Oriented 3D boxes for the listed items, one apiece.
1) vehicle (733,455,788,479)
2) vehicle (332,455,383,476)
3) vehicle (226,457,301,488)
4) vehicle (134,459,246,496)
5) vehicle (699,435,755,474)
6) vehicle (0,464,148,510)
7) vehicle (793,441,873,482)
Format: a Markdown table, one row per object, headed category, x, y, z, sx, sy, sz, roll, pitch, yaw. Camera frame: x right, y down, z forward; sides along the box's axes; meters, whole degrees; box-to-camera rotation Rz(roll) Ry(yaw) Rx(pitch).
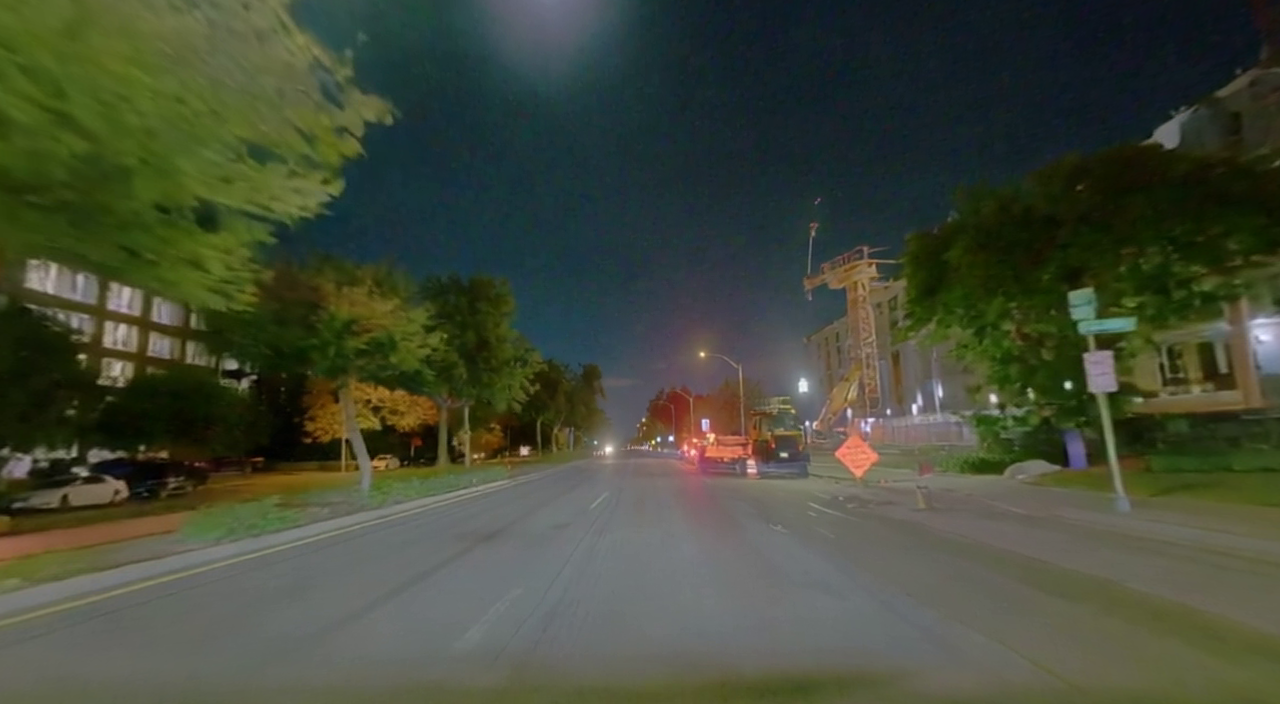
| category | x | y | z | sx | sy | sz | roll | pitch | yaw |
| --- | --- | --- | --- | --- | --- | --- | --- | --- | --- |
| vehicle | 5.097 | 4.899 | 26.927 | 1.973 | 0.903 | 2.151 | 0 | -8 | 2 |
| vehicle | -21.580 | 8.660 | 48.301 | 1.811 | 1.480 | 4.425 | 0 | -8 | 0 |
| vehicle | -21.695 | 6.904 | 36.478 | 1.832 | 1.583 | 4.083 | 0 | -8 | -1 |
| vehicle | -21.468 | 5.971 | 30.384 | 1.900 | 1.490 | 4.775 | 0 | -8 | 0 |
| vehicle | 4.407 | 5.249 | 32.597 | 2.050 | 1.832 | 4.794 | 0 | -8 | -2 |
| vehicle | -21.556 | 5.073 | 24.091 | 1.847 | 1.445 | 4.441 | 0 | -8 | 0 |
| vehicle | 7.572 | 4.304 | 25.173 | 1.933 | 1.483 | 4.330 | 0 | -8 | 1 |
